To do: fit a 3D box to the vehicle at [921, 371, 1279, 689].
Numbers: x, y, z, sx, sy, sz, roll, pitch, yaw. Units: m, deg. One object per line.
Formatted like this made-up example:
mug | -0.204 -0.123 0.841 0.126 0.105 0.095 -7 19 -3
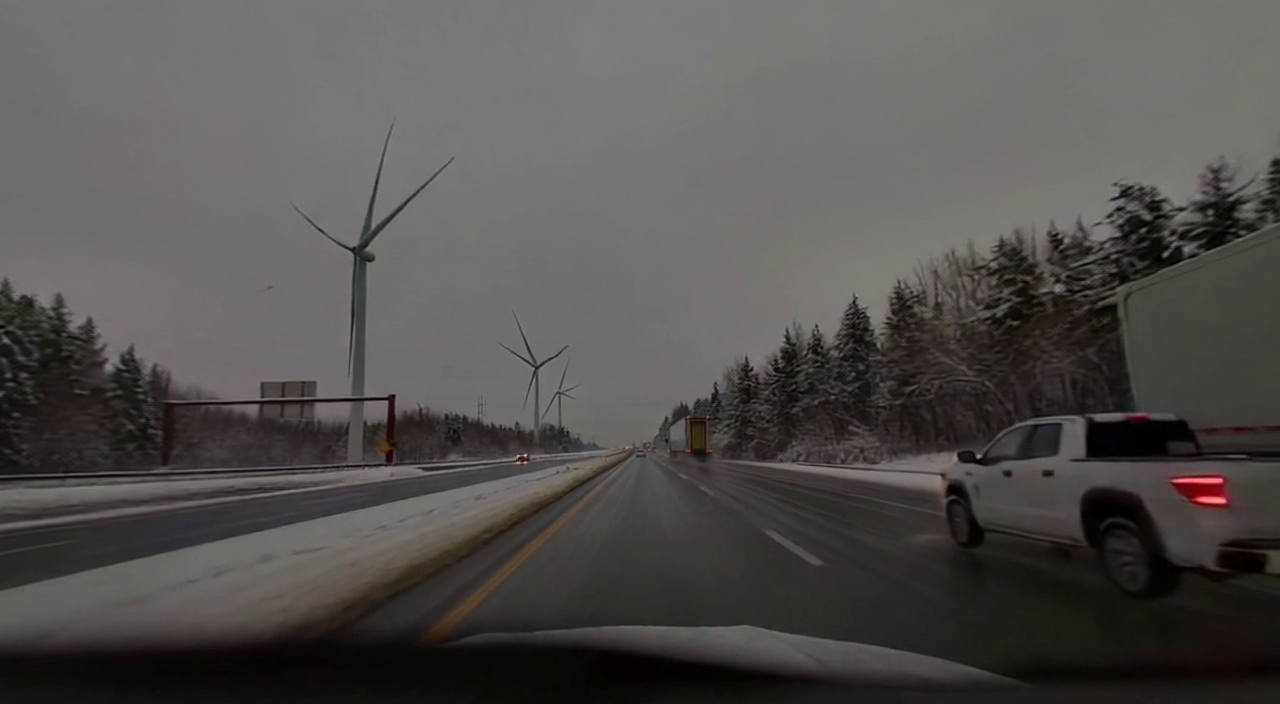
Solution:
vehicle | 4.537 1.275 5.382 2.124 1.710 4.540 0 -9 0
